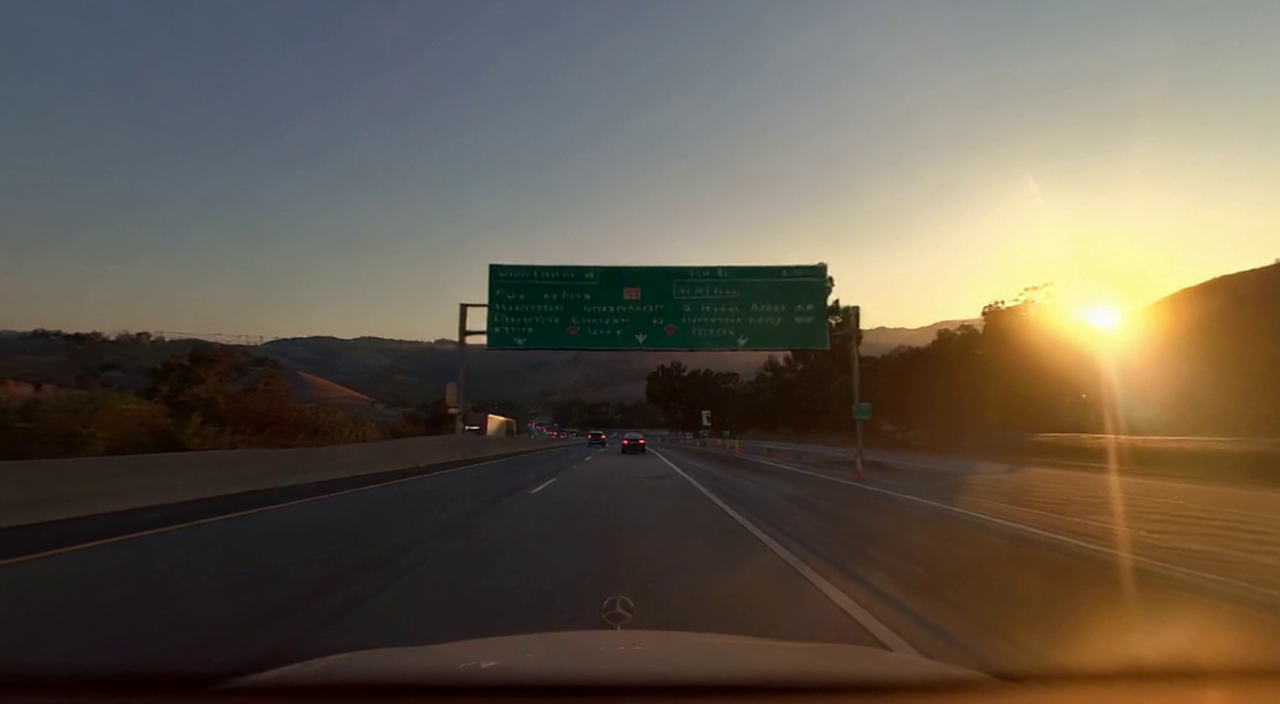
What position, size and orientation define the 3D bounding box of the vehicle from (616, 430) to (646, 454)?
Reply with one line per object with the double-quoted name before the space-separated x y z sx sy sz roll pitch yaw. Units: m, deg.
"vehicle" -0.682 6.370 44.650 1.984 1.586 3.866 0 -8 -2
